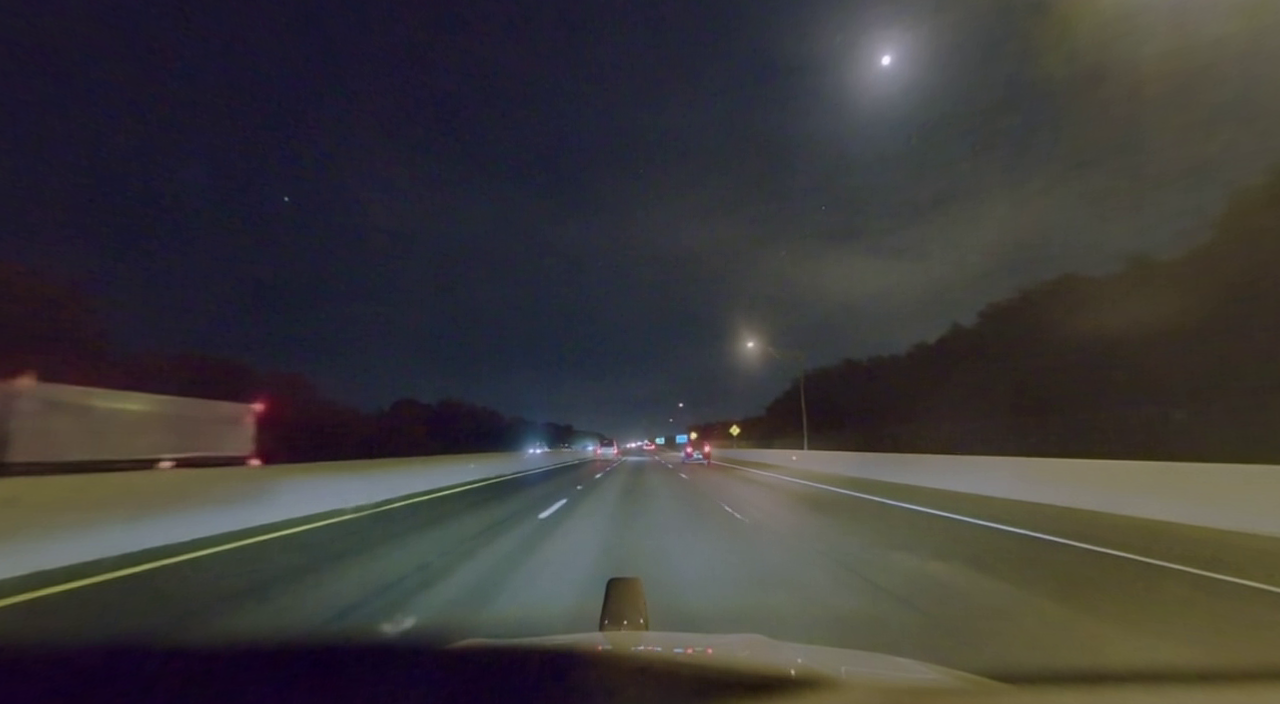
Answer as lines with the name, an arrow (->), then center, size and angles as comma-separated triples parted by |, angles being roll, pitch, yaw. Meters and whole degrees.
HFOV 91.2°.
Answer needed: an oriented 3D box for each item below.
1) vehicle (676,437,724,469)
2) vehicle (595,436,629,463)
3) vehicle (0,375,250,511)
vehicle -> 3.262, 5.603, 34.947 | 2.202, 1.682, 4.188 | 0, -8, 0
vehicle -> -2.138, 7.628, 49.194 | 2.291, 2.052, 4.887 | 0, -9, 1
vehicle -> -21.114, 3.561, 24.338 | 3.003, 4.108, 14.055 | 0, -8, 0
